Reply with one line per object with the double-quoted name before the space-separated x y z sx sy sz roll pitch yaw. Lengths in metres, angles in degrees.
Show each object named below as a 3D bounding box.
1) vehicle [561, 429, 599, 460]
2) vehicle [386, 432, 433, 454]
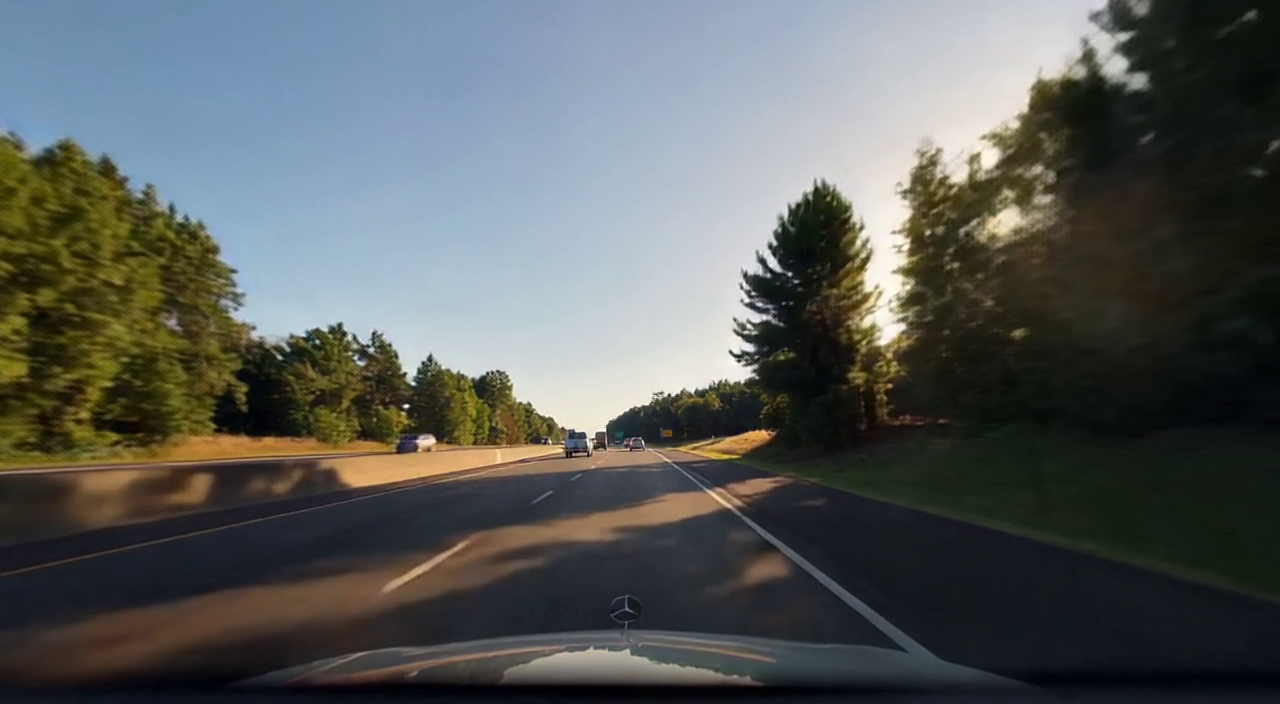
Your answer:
"vehicle" -4.141 6.503 44.366 2.241 2.034 4.890 0 -8 0
"vehicle" -16.412 6.490 44.922 1.826 1.523 3.971 0 -8 1
